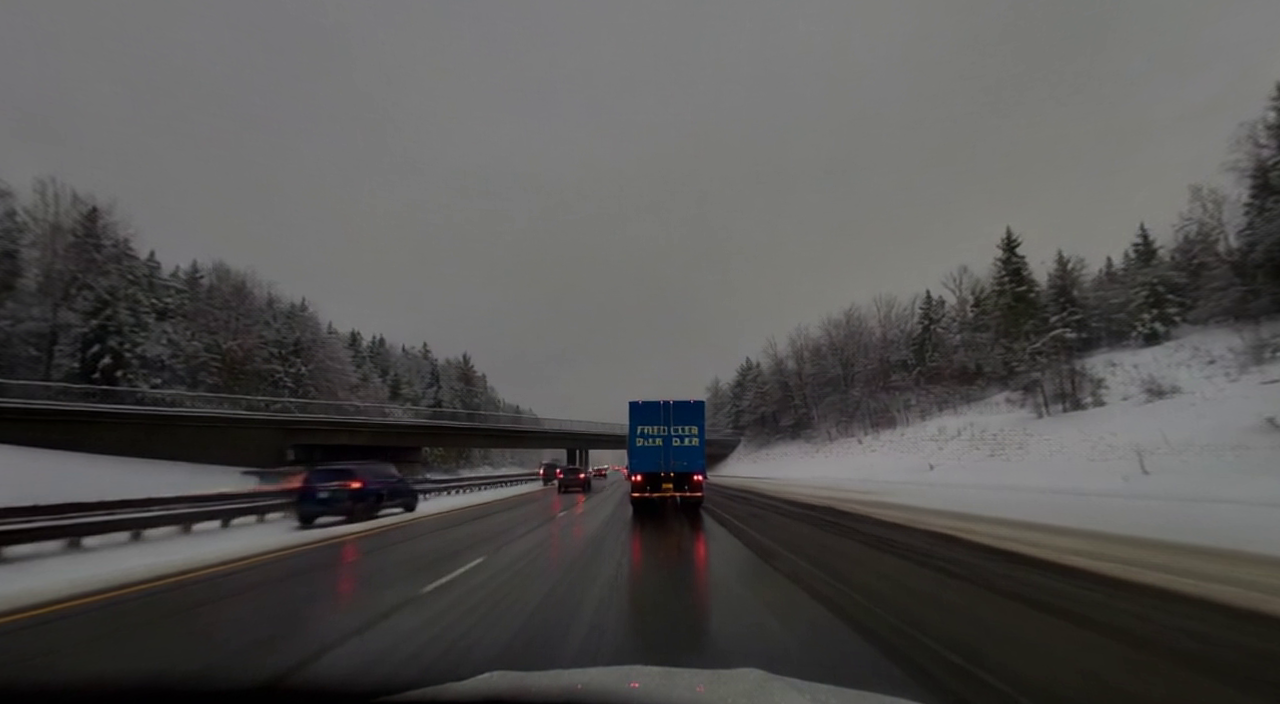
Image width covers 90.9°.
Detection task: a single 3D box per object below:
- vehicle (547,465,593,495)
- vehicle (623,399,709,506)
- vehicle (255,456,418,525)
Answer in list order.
[{"bbox_3d":[-3.842,7.123,35.296,1.978,1.516,4.617,1,-10,1],"label":"vehicle"},{"bbox_3d":[0.840,4.520,27.798,2.980,3.834,9.423,1,-10,-2],"label":"vehicle"},{"bbox_3d":[-7.814,3.628,16.868,1.955,1.539,4.650,1,-10,1],"label":"vehicle"}]
